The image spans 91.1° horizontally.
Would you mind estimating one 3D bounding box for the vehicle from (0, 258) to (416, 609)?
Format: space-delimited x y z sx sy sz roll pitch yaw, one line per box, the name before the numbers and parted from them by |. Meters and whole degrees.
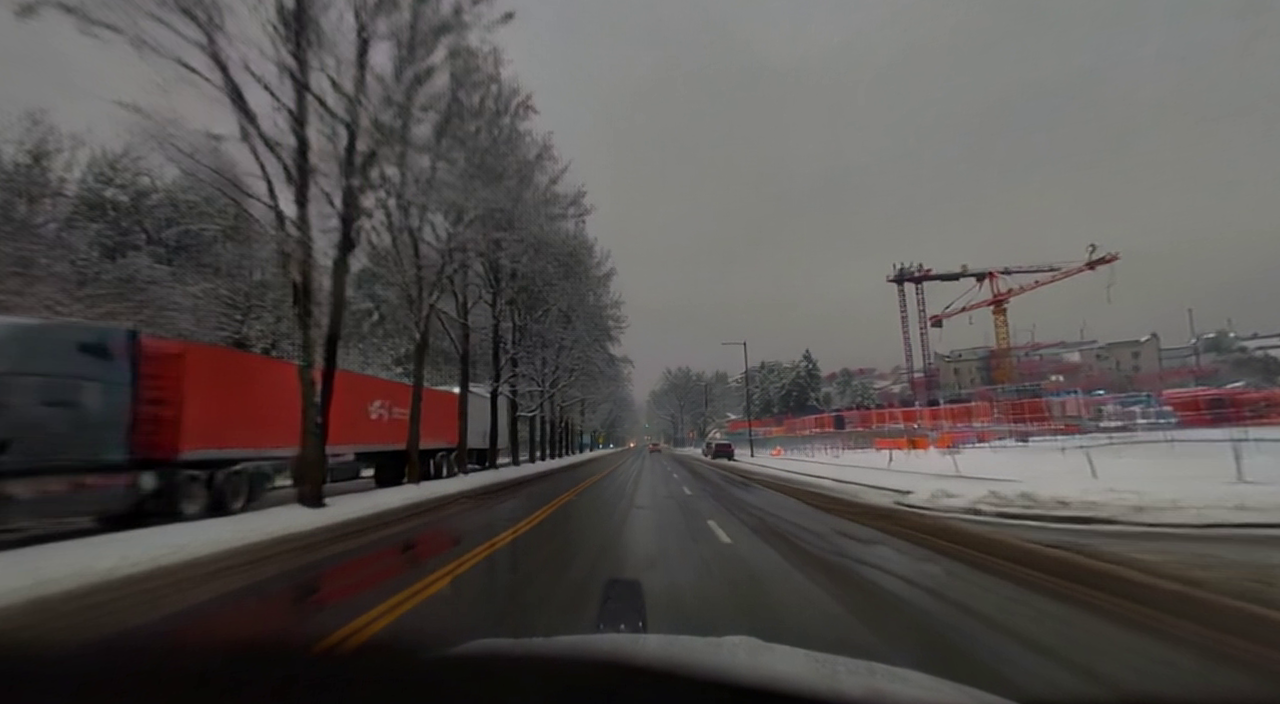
vehicle | -7.398 1.475 11.168 3.032 3.524 9.640 -1 -8 2
